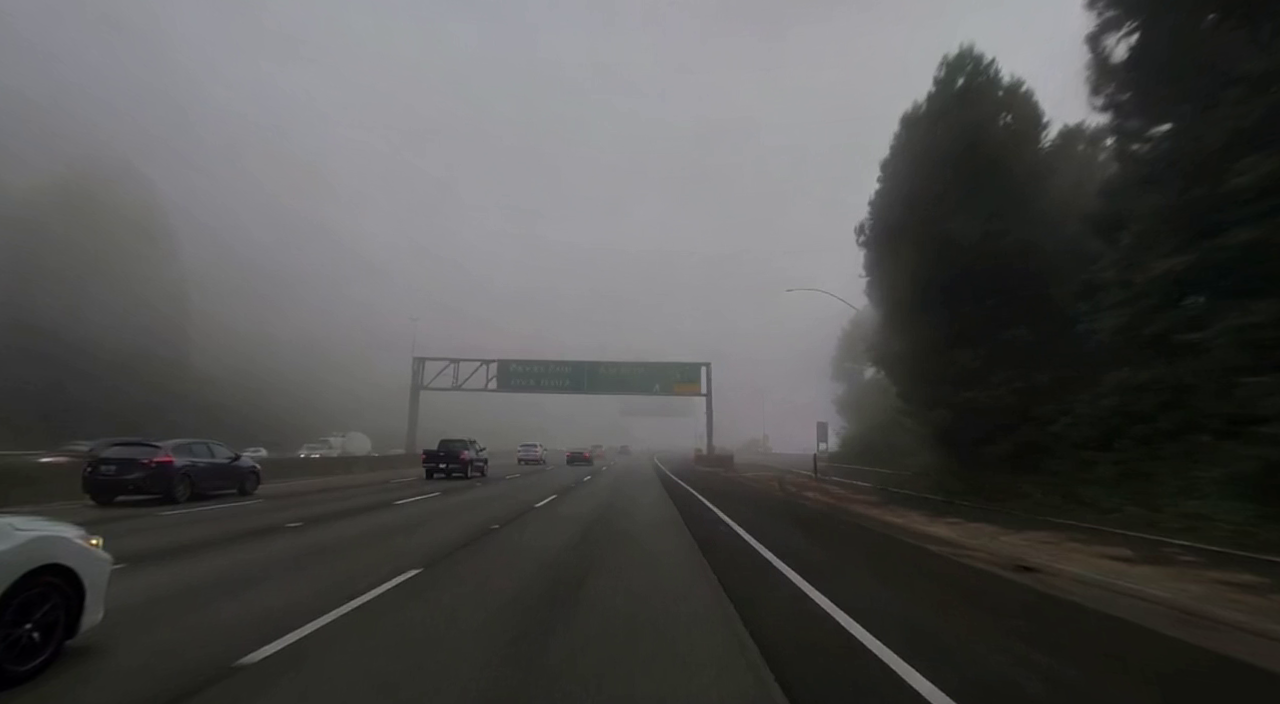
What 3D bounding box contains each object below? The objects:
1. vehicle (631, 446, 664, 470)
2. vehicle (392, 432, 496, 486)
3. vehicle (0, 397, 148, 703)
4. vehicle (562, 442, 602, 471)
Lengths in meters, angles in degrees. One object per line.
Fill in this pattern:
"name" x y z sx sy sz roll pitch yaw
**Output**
"vehicle" 0.551 7.247 43.367 2.153 1.510 4.646 0 -9 1
"vehicle" -7.576 4.196 25.104 2.250 1.870 5.647 0 -9 1
"vehicle" -4.190 0.789 1.700 2.027 1.547 4.511 0 -9 0
"vehicle" -3.723 6.812 41.277 2.132 1.708 4.571 0 -9 1
